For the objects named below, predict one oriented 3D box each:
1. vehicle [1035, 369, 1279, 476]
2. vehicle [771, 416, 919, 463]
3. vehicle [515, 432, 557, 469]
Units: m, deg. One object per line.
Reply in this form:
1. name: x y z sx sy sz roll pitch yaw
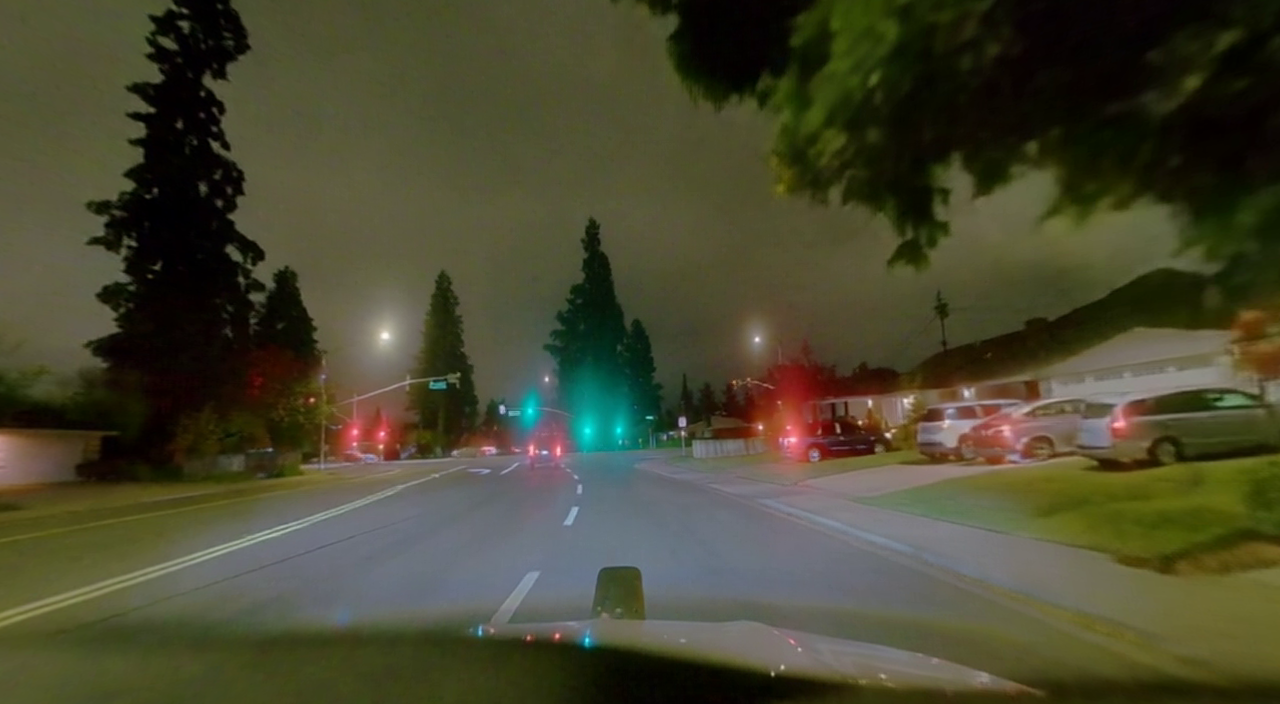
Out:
1. vehicle: 9.697 1.224 10.820 4.590 1.648 1.876 0 -8 -3
2. vehicle: 7.374 3.191 23.008 4.663 1.618 1.962 1 -8 -7
3. vehicle: -5.461 5.212 33.582 2.041 1.834 4.679 1 -8 -8
